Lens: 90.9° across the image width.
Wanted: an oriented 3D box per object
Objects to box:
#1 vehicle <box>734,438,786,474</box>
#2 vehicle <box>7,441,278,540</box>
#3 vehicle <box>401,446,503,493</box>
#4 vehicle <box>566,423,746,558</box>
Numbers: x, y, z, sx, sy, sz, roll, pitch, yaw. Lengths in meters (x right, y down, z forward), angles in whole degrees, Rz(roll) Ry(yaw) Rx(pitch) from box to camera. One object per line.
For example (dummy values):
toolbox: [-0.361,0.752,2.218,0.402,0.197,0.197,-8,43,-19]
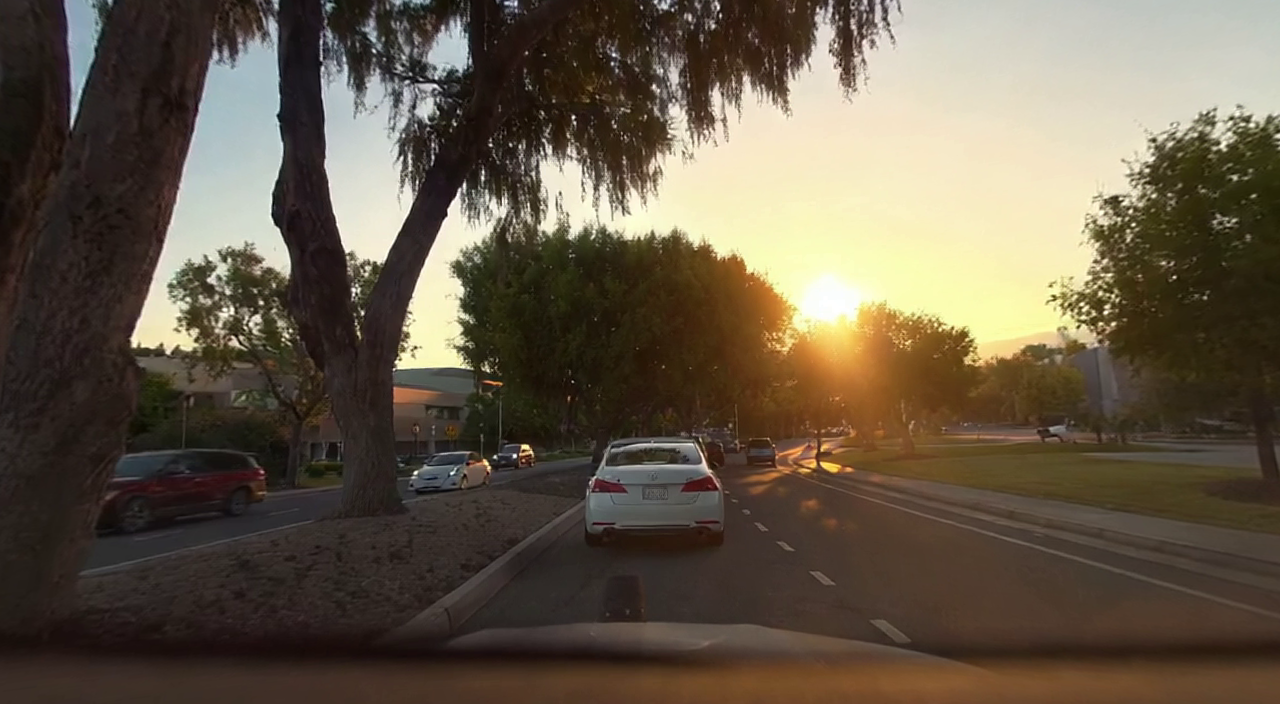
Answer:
vehicle: [5.409,4.728,28.928,1.984,1.507,4.359,-1,-8,6]
vehicle: [-10.549,2.902,14.008,2.124,1.793,4.574,-1,-8,3]
vehicle: [-6.466,4.071,22.291,1.929,1.463,4.405,-1,-8,5]
vehicle: [0.213,1.953,9.611,2.154,1.585,3.997,-1,-8,1]
